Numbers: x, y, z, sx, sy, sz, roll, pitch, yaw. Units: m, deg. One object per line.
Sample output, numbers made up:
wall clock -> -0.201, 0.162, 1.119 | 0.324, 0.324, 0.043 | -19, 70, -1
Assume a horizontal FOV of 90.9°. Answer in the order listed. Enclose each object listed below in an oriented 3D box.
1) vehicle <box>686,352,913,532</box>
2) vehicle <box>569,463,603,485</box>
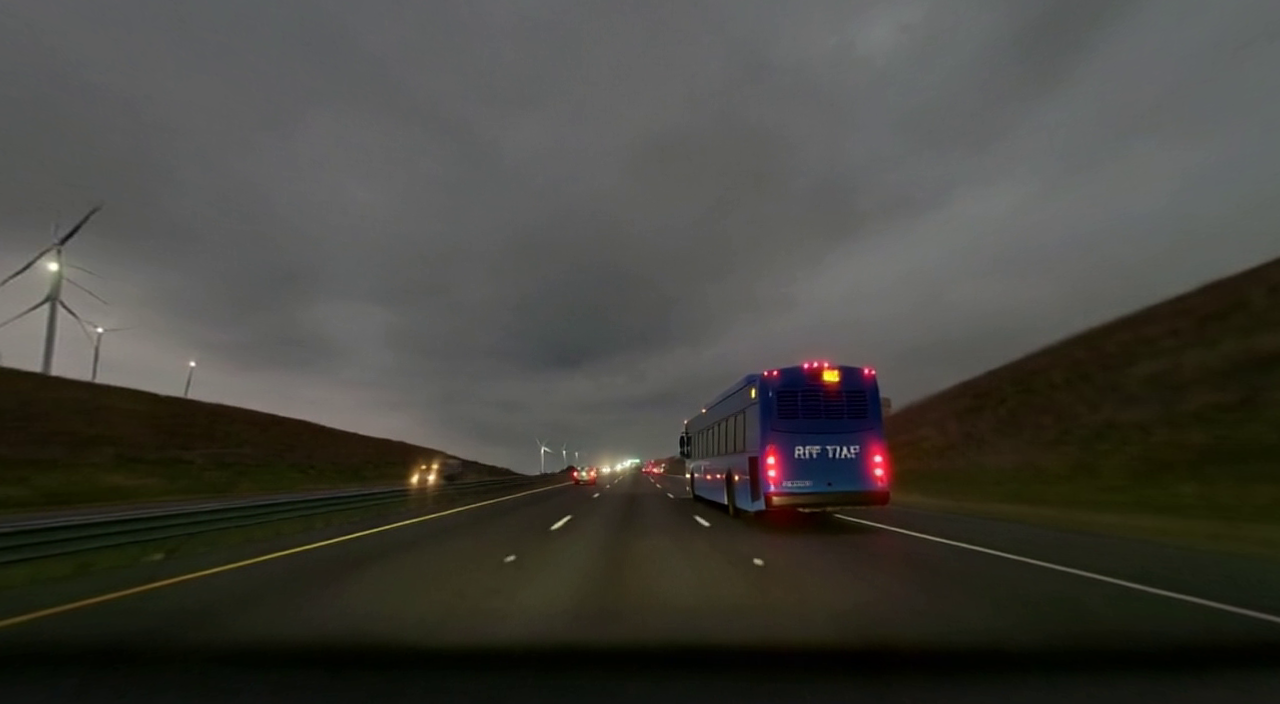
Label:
vehicle -> 3.694, 3.097, 19.865 | 2.941, 3.574, 14.463 | 1, -10, -2
vehicle -> -4.019, 9.173, 47.432 | 2.213, 1.568, 4.274 | 1, -10, -1
